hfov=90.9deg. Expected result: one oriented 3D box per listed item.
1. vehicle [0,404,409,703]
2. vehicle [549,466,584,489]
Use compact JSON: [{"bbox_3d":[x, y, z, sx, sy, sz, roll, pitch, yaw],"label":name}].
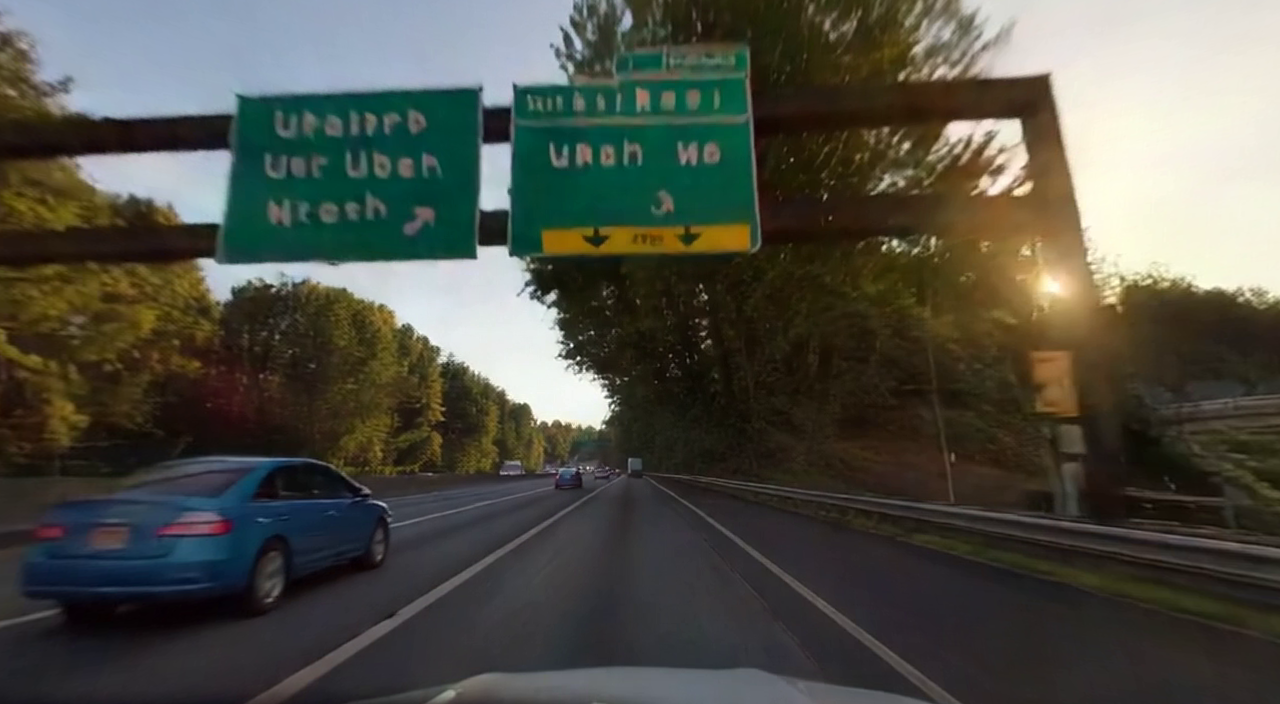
[{"bbox_3d":[-4.109,1.533,5.818,2.117,1.635,4.750,1,-11,0],"label":"vehicle"},{"bbox_3d":[-5.069,8.743,43.958,1.995,1.467,4.467,1,-11,-1],"label":"vehicle"}]
